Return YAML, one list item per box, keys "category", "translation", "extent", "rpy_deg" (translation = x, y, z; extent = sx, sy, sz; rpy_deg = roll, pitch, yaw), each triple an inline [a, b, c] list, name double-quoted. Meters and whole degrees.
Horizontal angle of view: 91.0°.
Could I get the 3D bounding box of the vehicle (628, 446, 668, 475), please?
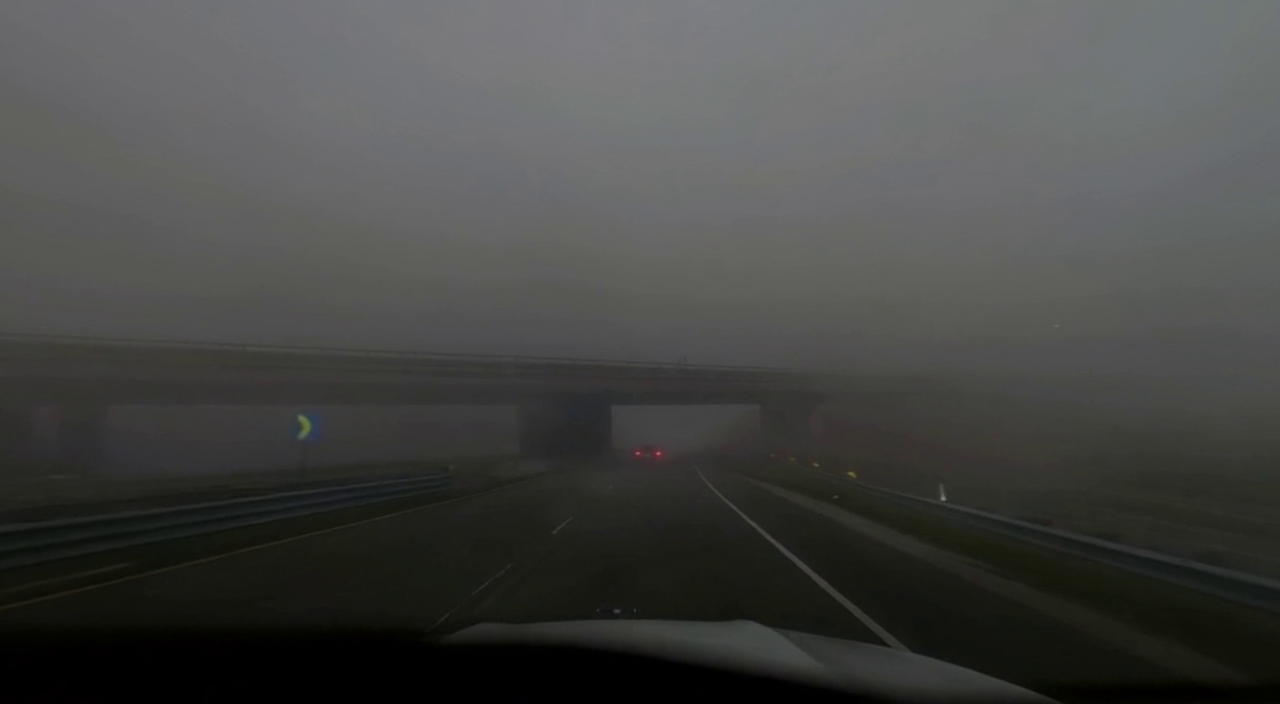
- category: "vehicle"
  translation: [0.438, 5.949, 34.812]
  extent: [2.028, 1.440, 3.970]
  rpy_deg: [-1, -8, 1]
